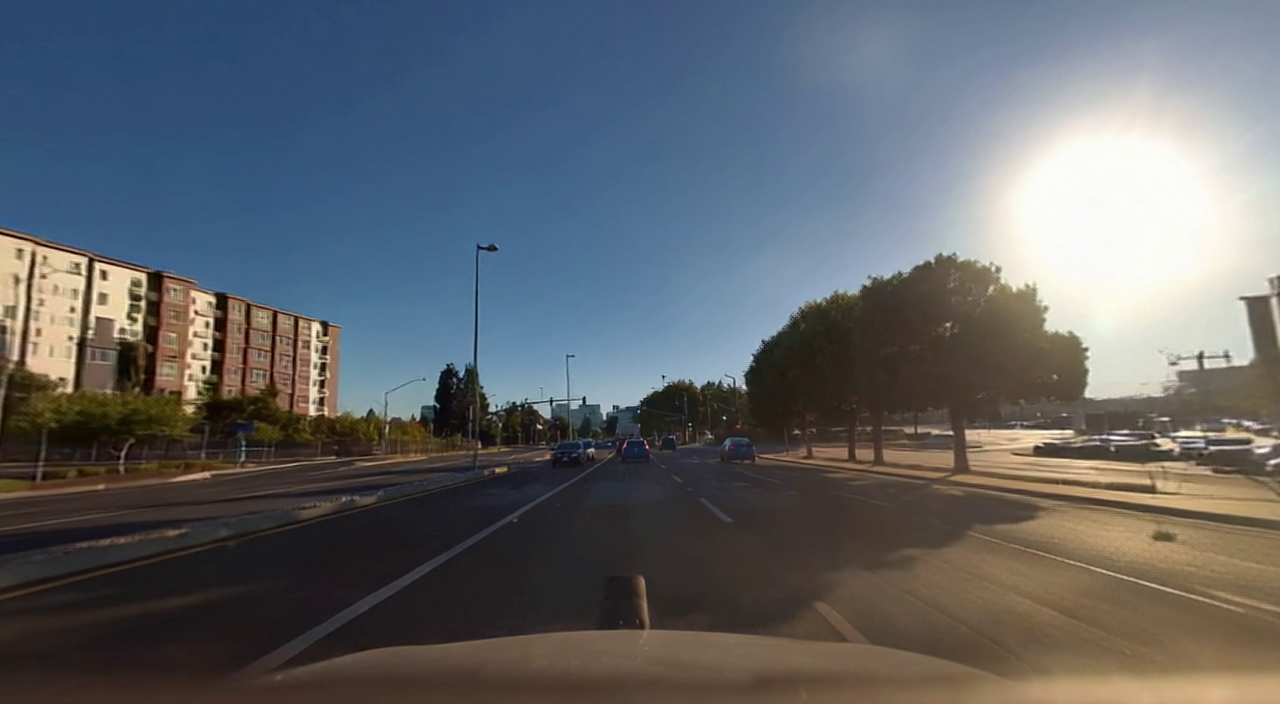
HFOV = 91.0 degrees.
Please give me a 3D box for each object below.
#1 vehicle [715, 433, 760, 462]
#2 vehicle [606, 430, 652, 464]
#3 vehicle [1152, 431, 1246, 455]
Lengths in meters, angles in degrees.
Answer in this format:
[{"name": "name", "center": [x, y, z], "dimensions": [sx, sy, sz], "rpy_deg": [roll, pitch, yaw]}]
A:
[{"name": "vehicle", "center": [6.541, 6.490, 42.811], "dimensions": [2.136, 1.799, 4.796], "rpy_deg": [1, -9, -2]}, {"name": "vehicle", "center": [-0.653, 5.925, 39.232], "dimensions": [2.682, 1.908, 5.706], "rpy_deg": [0, -9, 0]}, {"name": "vehicle", "center": [43.740, 7.155, 49.377], "dimensions": [1.967, 1.788, 5.041], "rpy_deg": [5, -10, -30]}]
